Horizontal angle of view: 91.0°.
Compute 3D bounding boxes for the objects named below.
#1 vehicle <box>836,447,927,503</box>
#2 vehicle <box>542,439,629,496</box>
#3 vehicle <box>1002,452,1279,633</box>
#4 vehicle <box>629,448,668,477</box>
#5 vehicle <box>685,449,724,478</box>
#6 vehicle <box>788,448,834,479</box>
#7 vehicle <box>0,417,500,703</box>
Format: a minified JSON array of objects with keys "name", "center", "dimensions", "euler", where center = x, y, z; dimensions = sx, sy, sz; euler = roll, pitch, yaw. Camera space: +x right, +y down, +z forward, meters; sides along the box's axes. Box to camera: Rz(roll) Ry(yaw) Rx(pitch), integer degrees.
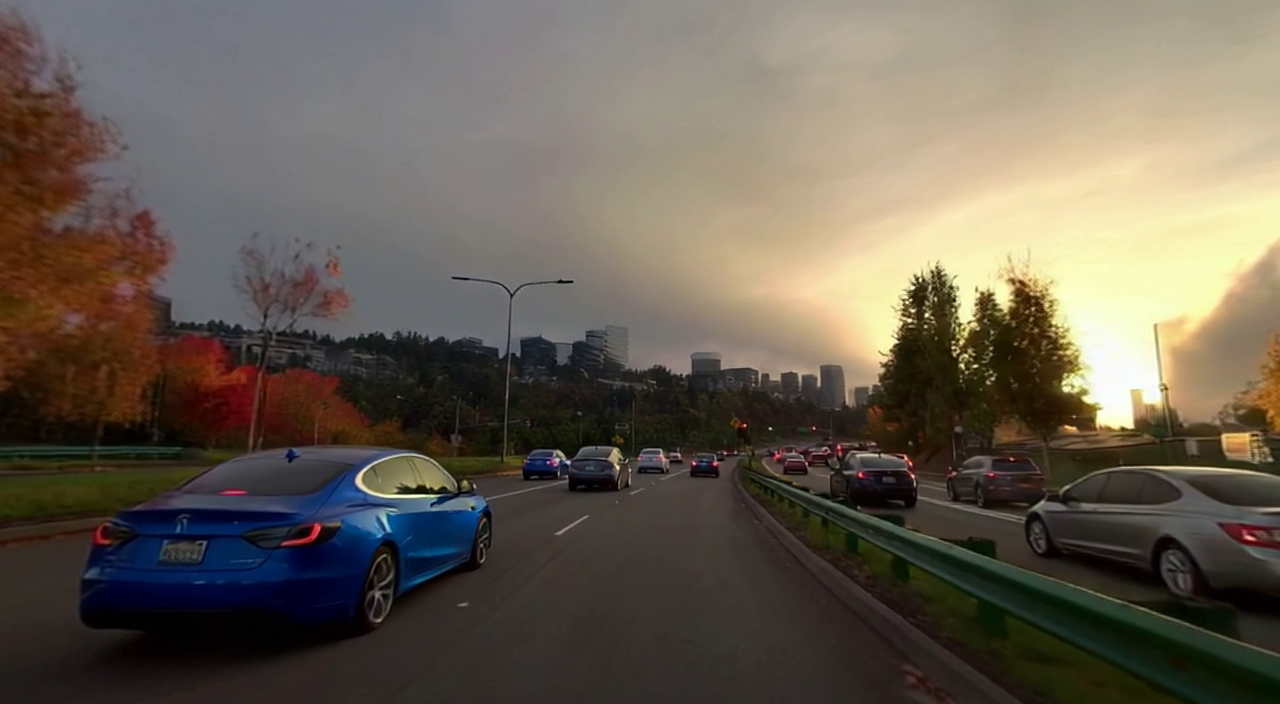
[{"name":"vehicle","center":[7.848,3.997,20.889],"dimensions":[1.768,1.634,4.064],"euler":[0,-9,6]},{"name":"vehicle","center":[-1.673,3.804,21.091],"dimensions":[1.979,1.663,4.513],"euler":[-1,-9,7]},{"name":"vehicle","center":[6.548,1.976,7.480],"dimensions":[1.869,1.516,4.753],"euler":[0,-9,3]},{"name":"vehicle","center":[0.611,6.789,39.033],"dimensions":[1.930,1.635,4.260],"euler":[-1,-9,7]},{"name":"vehicle","center":[3.703,6.282,35.689],"dimensions":[2.015,1.506,4.276],"euler":[-1,-9,8]},{"name":"vehicle","center":[9.796,6.366,36.272],"dimensions":[1.890,1.610,4.045],"euler":[0,-9,6]},{"name":"vehicle","center":[-2.847,1.448,5.647],"dimensions":[1.921,1.503,4.317],"euler":[0,-9,4]}]
